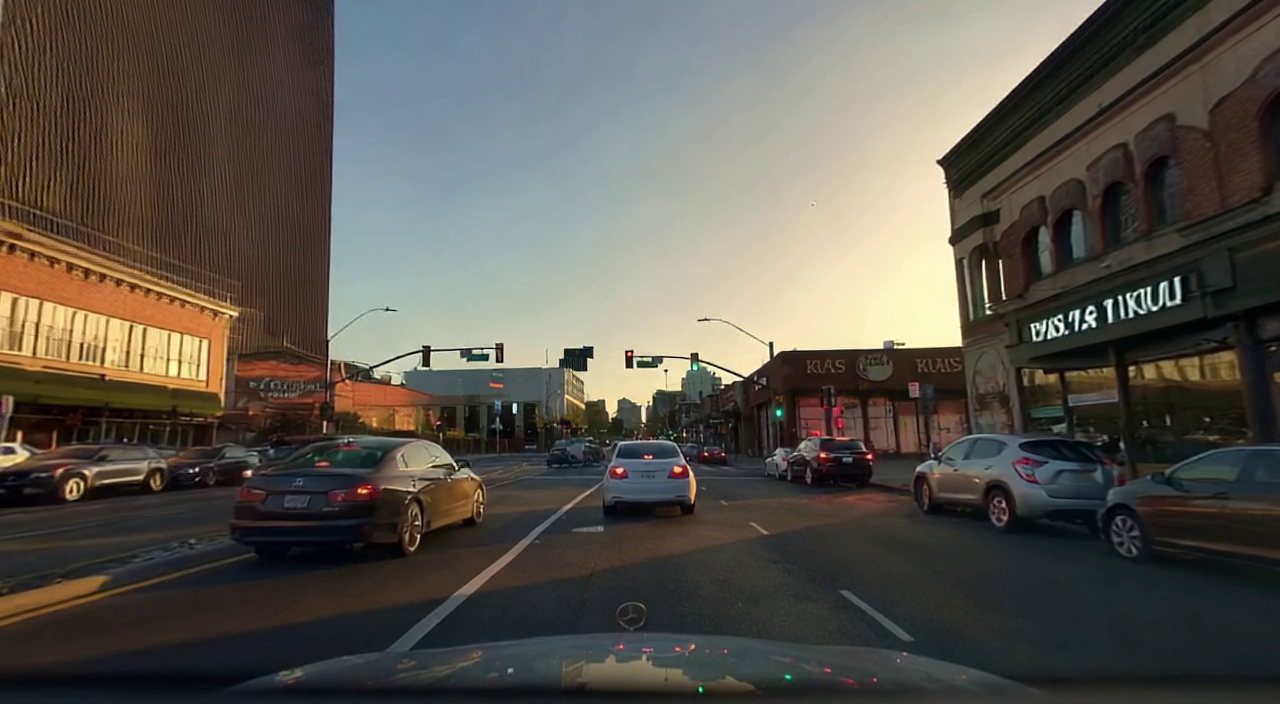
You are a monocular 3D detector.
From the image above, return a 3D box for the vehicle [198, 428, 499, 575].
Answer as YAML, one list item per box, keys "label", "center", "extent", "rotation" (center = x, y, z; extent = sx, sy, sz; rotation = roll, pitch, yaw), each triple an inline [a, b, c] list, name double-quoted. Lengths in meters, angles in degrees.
- label: "vehicle"
  center: [-3.417, 1.821, 8.506]
  extent: [1.950, 1.450, 4.257]
  rotation: [0, -9, 1]

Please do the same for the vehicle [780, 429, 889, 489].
- label: "vehicle"
  center: [6.680, 3.751, 22.424]
  extent: [2.289, 1.867, 5.322]
  rotation: [0, -9, 1]

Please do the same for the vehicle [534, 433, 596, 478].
- label: "vehicle"
  center: [-3.055, 4.329, 26.584]
  extent: [2.007, 1.736, 4.185]
  rotation: [0, -9, 1]

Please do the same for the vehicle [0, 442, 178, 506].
- label: "vehicle"
  center: [-17.240, 3.744, 19.850]
  extent: [1.817, 1.754, 4.622]
  rotation: [0, -9, 0]

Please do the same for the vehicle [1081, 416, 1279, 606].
- label: "vehicle"
  center: [6.605, 1.427, 5.732]
  extent: [1.915, 1.655, 4.515]
  rotation: [0, -9, 0]

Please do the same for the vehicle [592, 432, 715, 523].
- label: "vehicle"
  center: [0.209, 2.394, 12.560]
  extent: [2.037, 1.484, 4.073]
  rotation: [0, -9, 0]

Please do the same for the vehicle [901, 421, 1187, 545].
- label: "vehicle"
  center: [6.675, 2.193, 11.229]
  extent: [1.986, 1.722, 4.516]
  rotation: [0, -9, -2]
